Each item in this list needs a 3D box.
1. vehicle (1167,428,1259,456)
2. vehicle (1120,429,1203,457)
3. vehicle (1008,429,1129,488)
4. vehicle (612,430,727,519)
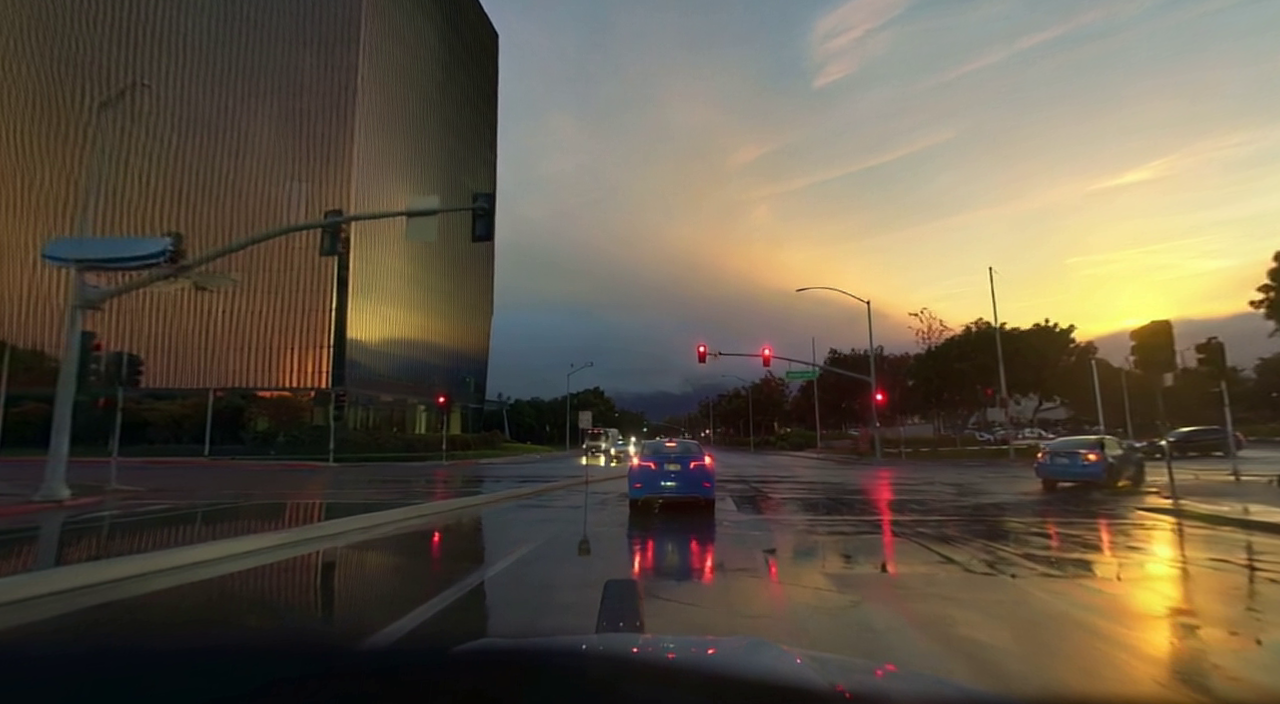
[{"bbox_3d":[32.024,5.073,35.319,1.743,1.472,3.772,0,-9,5],"label":"vehicle"},{"bbox_3d":[29.530,5.203,35.803,1.816,1.476,3.652,-1,-9,6],"label":"vehicle"},{"bbox_3d":[14.558,3.564,21.291,4.739,1.749,2.174,8,-12,-42],"label":"vehicle"},{"bbox_3d":[0.702,2.479,13.228,2.014,1.525,4.197,-1,-9,5],"label":"vehicle"}]
